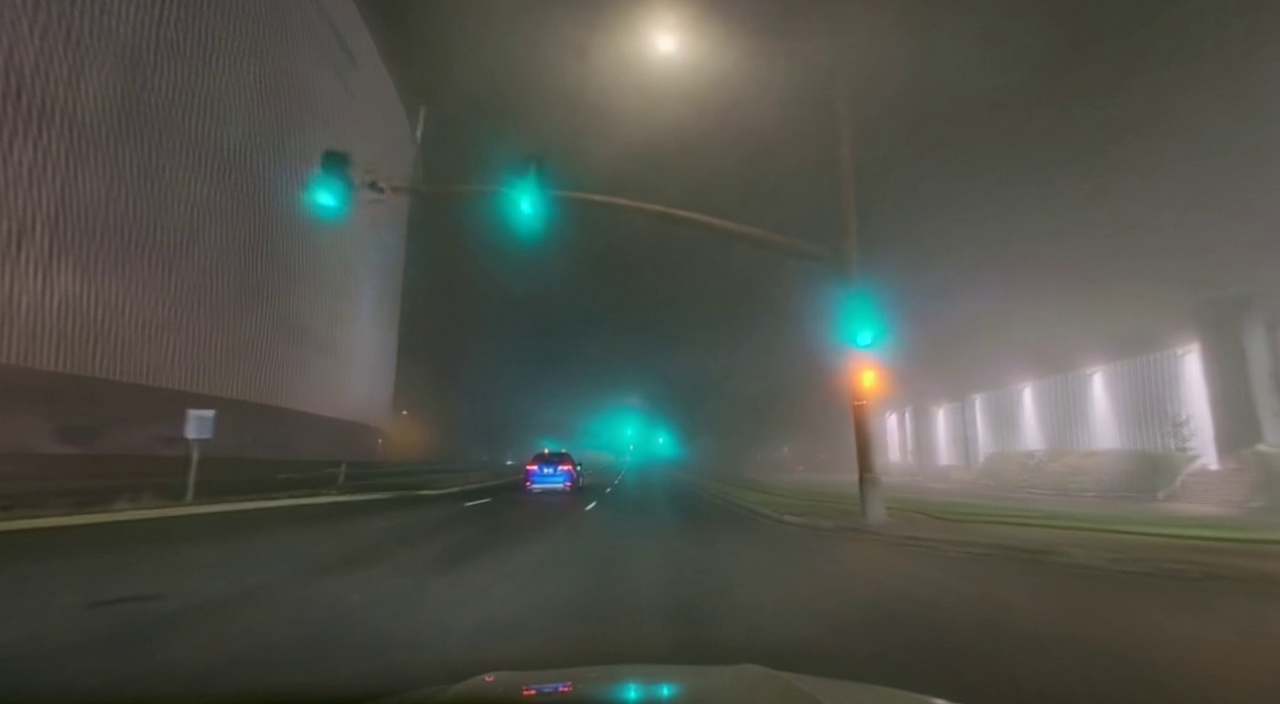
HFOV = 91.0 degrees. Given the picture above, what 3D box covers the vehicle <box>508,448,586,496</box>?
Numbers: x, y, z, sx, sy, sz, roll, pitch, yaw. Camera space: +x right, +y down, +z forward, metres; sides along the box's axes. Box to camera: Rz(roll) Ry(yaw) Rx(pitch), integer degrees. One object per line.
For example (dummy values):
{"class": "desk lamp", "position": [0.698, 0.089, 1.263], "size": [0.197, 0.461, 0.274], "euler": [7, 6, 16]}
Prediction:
{"class": "vehicle", "position": [-3.121, 4.117, 22.076], "size": [1.971, 1.486, 4.380], "euler": [0, -9, 1]}
